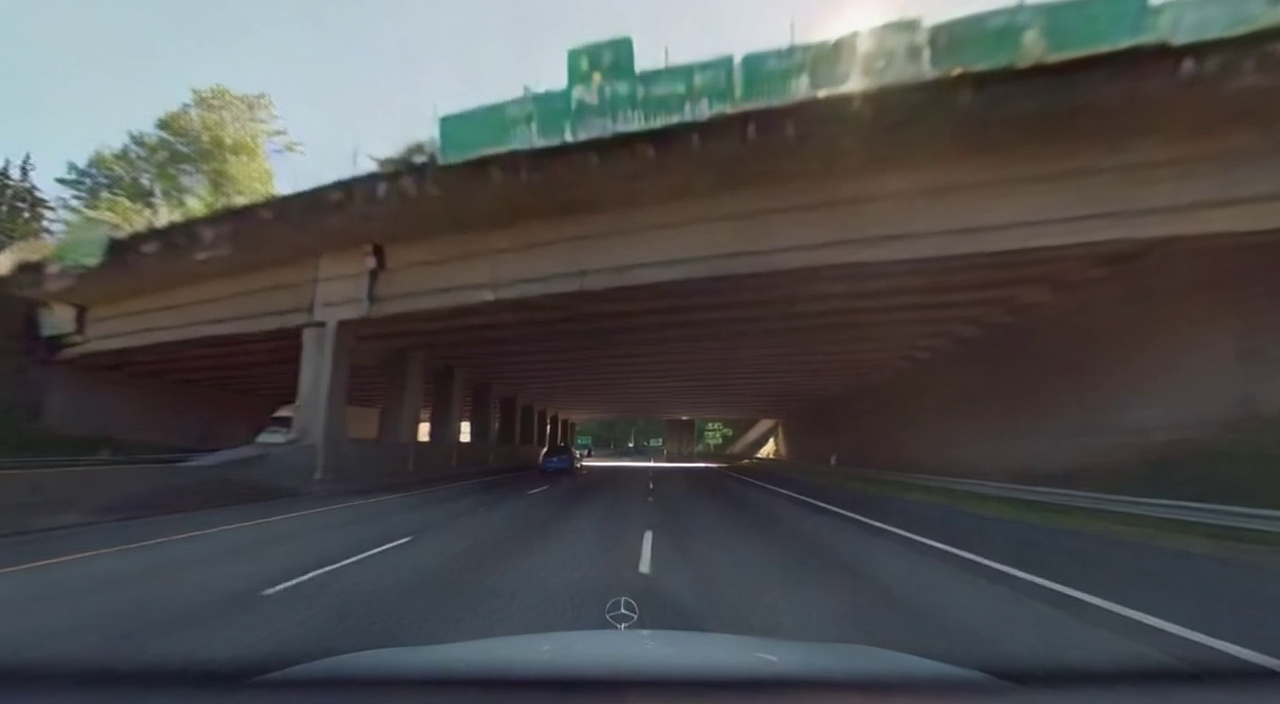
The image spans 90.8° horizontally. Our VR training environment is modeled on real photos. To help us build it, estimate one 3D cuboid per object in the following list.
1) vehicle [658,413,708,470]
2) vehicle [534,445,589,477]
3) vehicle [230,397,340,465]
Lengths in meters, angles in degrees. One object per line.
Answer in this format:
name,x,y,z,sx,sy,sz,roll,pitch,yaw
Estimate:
vehicle,3.136,7.056,49.476,2.943,3.830,12.409,0,-9,0
vehicle,-3.935,5.562,32.414,2.038,1.489,4.603,-1,-9,3
vehicle,-22.008,5.017,39.630,2.992,3.914,6.177,-1,-9,2
